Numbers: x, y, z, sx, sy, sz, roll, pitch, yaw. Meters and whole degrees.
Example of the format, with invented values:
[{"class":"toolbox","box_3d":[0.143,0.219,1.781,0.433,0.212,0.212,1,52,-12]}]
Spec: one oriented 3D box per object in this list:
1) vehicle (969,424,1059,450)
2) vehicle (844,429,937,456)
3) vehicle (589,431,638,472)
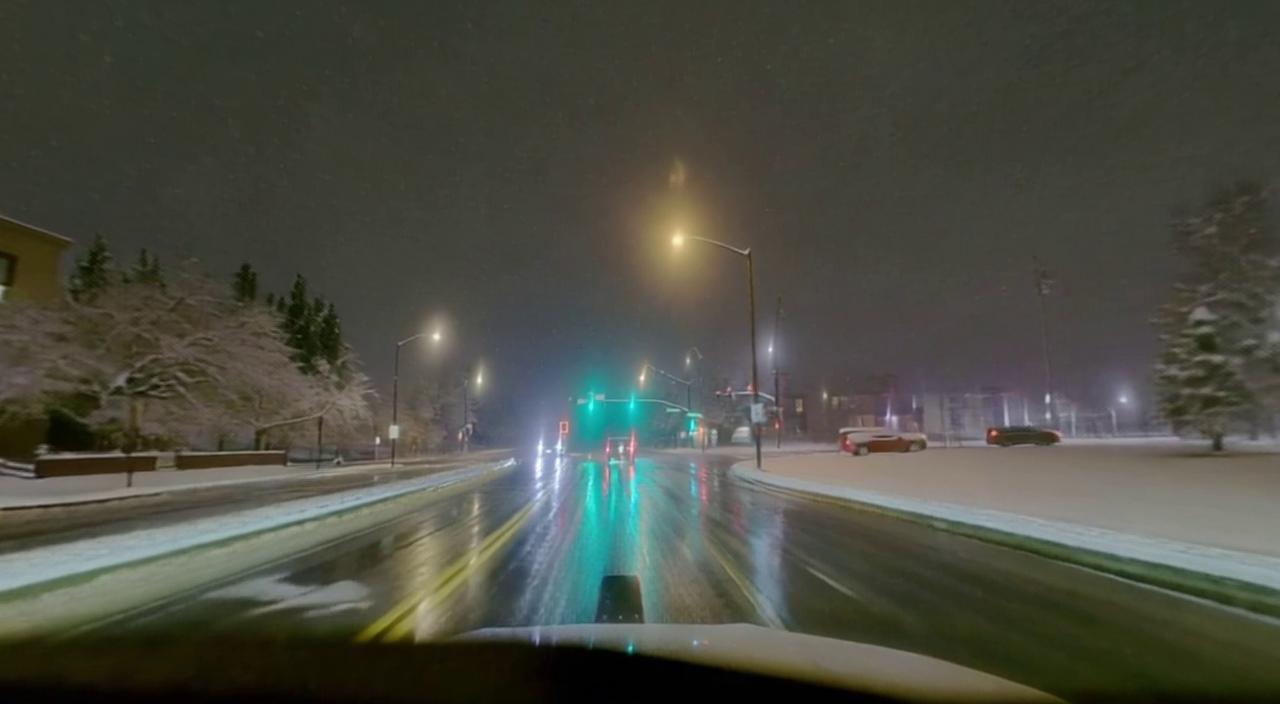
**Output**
[{"class":"vehicle","box_3d":[28.815,6.587,48.845,5.442,1.924,2.330,1,-8,0]},{"class":"vehicle","box_3d":[14.093,5.116,35.685,4.486,1.494,1.802,-1,-8,4]},{"class":"vehicle","box_3d":[-1.225,4.870,31.074,2.230,1.827,4.298,0,-8,0]}]
